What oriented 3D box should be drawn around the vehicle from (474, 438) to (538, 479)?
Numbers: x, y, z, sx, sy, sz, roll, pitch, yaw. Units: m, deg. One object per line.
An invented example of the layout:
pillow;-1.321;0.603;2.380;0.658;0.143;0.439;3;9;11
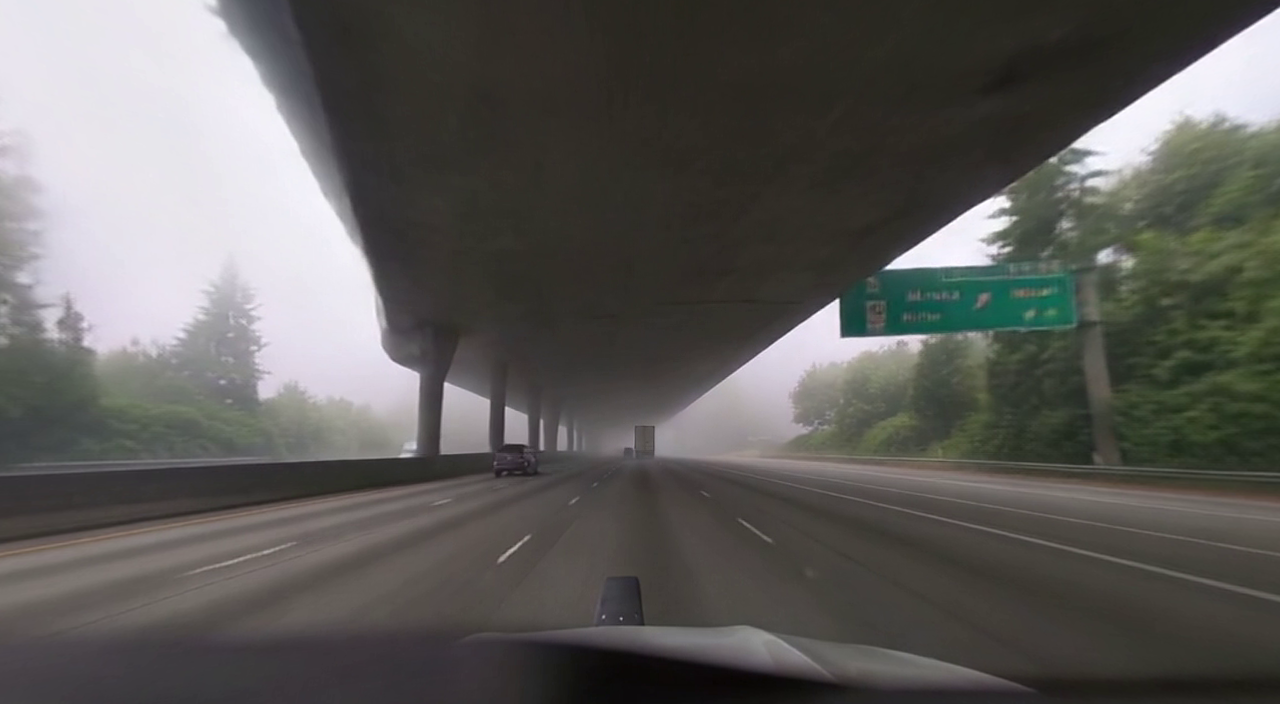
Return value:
vehicle;-6.840;5.489;32.860;2.195;1.940;5.154;0;-9;0
